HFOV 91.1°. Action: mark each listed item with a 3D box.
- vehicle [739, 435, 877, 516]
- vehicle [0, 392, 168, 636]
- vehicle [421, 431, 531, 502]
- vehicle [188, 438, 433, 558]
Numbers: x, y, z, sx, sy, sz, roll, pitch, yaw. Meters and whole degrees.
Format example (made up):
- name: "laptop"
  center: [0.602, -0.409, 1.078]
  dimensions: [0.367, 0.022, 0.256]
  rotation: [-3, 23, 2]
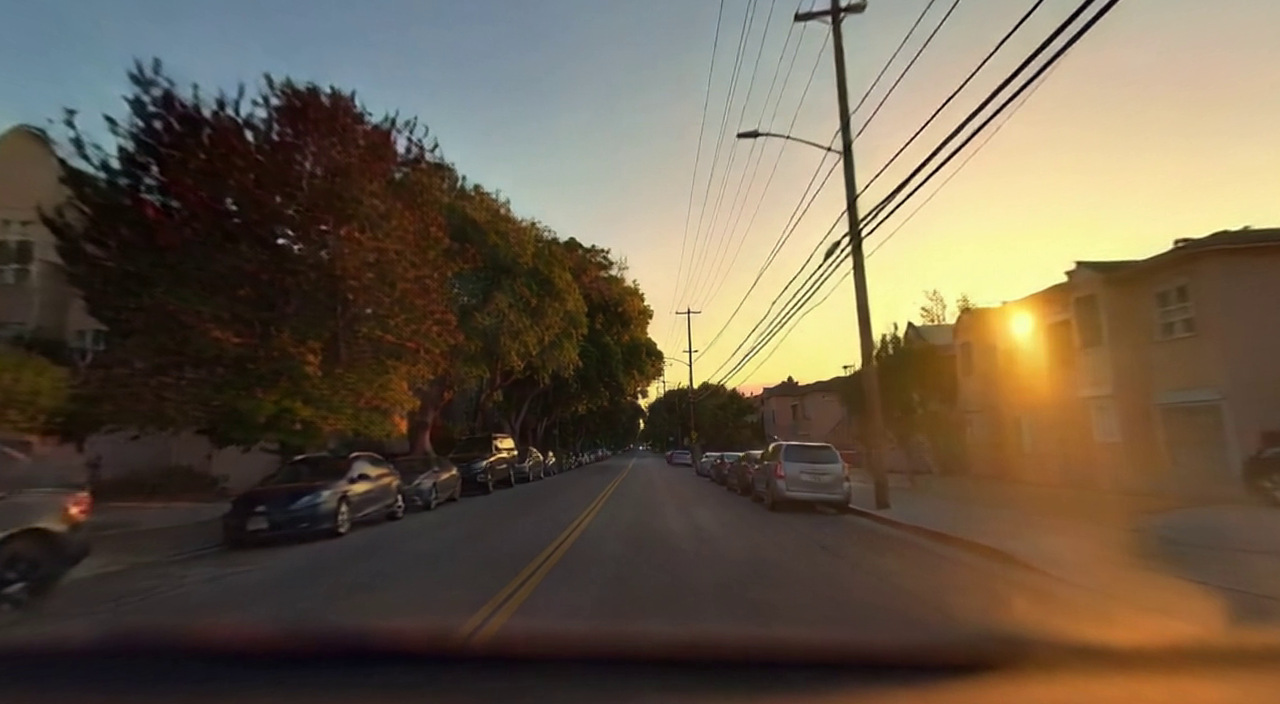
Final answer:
- name: "vehicle"
  center: [4.013, 3.019, 15.888]
  dimensions: [2.328, 1.730, 4.225]
  rotation: [0, -8, 0]
- name: "vehicle"
  center: [-6.194, 1.201, 3.845]
  dimensions: [2.063, 1.936, 5.919]
  rotation: [-4, -8, 0]
- name: "vehicle"
  center: [-5.989, 4.177, 23.860]
  dimensions: [2.376, 2.219, 6.021]
  rotation: [-2, -7, 2]
- name: "vehicle"
  center: [-6.071, 2.664, 12.476]
  dimensions: [2.247, 1.698, 4.944]
  rotation: [-3, -7, 0]
